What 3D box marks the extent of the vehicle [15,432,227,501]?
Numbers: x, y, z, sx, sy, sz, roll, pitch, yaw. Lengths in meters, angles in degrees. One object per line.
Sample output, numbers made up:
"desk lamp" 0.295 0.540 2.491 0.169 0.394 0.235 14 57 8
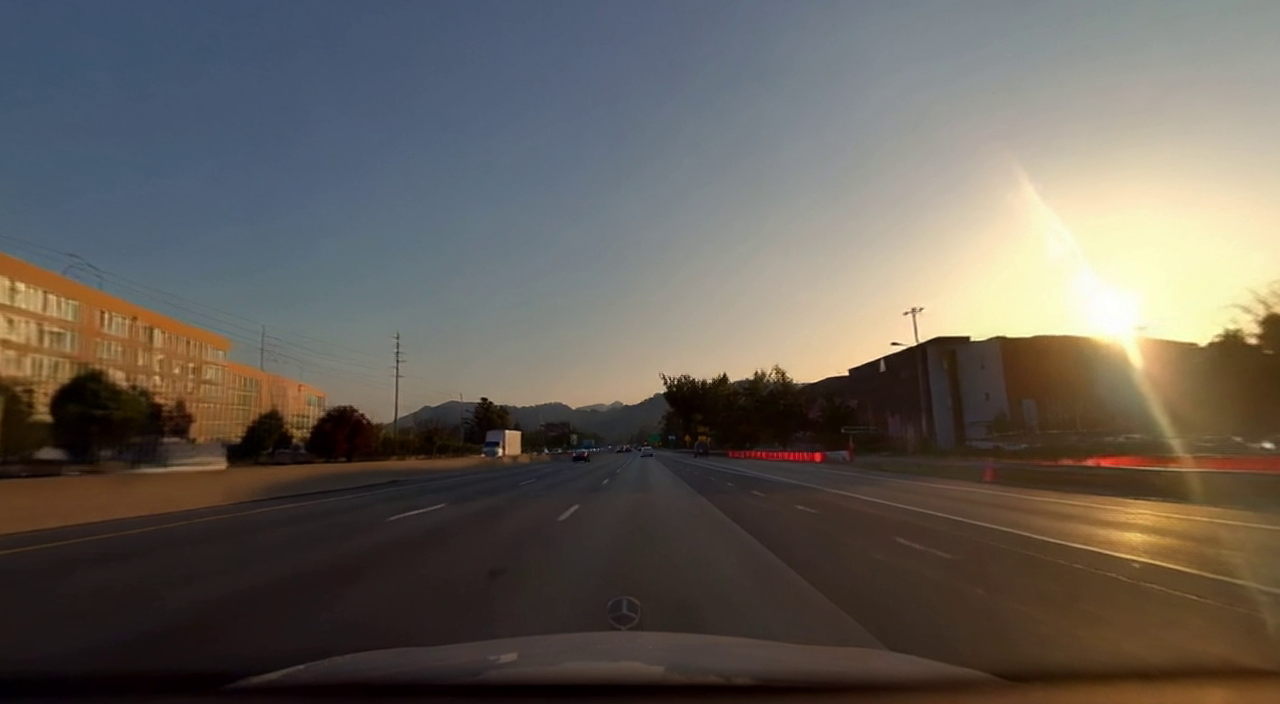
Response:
"vehicle" -16.203 3.603 20.216 2.285 1.911 5.206 0 -9 1
